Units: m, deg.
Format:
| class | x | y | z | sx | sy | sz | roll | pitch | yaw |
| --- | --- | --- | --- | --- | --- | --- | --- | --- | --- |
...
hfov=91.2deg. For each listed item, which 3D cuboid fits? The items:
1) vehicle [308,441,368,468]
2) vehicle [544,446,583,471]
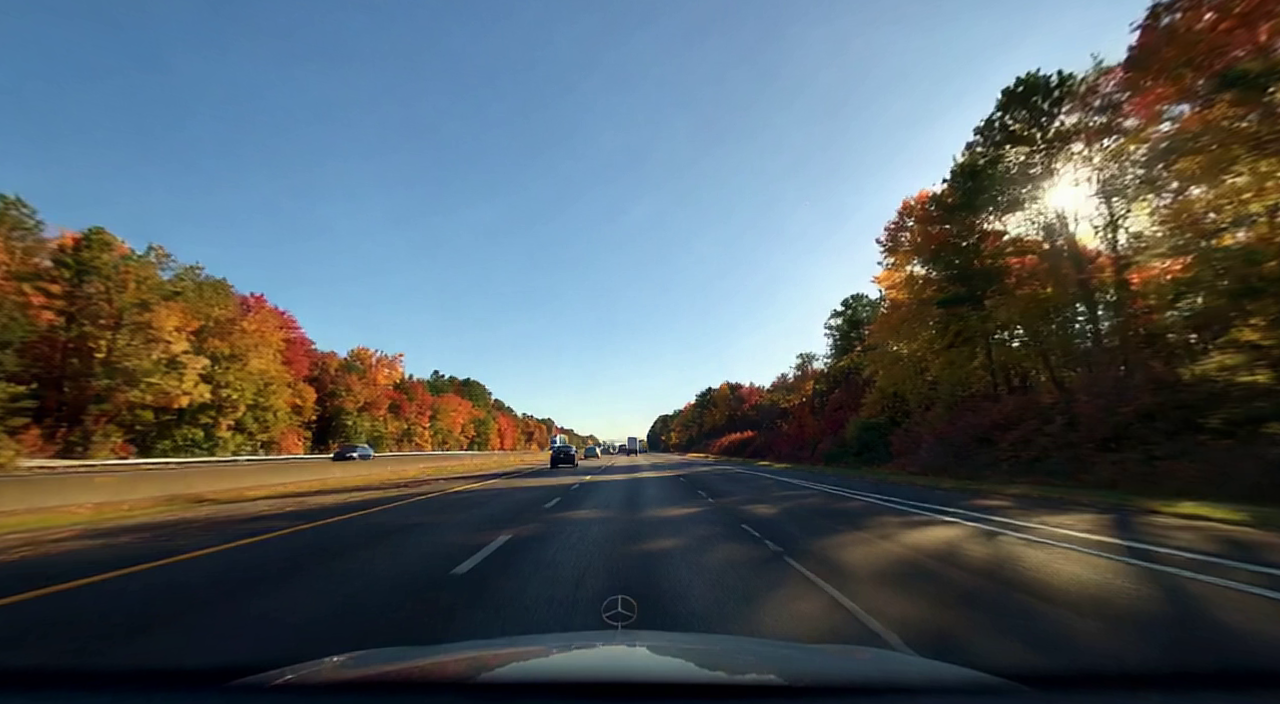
| class | x | y | z | sx | sy | sz | roll | pitch | yaw |
| --- | --- | --- | --- | --- | --- | --- | --- | --- | --- |
| vehicle | -17.948 | 6.102 | 37.420 | 1.798 | 1.484 | 3.728 | 0 | -9 | -1 |
| vehicle | -4.651 | 6.536 | 38.615 | 1.963 | 1.475 | 3.665 | 0 | -9 | -1 |
